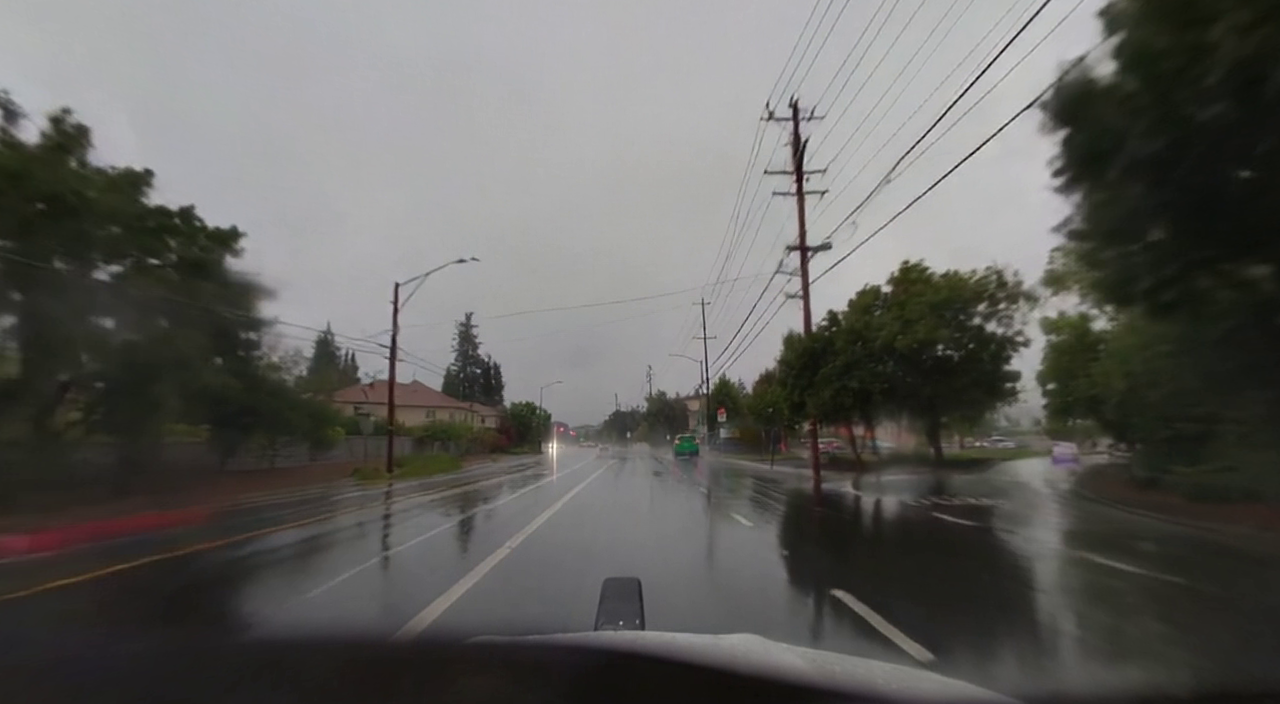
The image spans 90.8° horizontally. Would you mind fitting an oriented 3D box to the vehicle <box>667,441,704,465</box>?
[{"bbox_3d":[2.990,6.789,42.538,2.015,1.467,4.117,0,-8,-2],"label":"vehicle"}]
